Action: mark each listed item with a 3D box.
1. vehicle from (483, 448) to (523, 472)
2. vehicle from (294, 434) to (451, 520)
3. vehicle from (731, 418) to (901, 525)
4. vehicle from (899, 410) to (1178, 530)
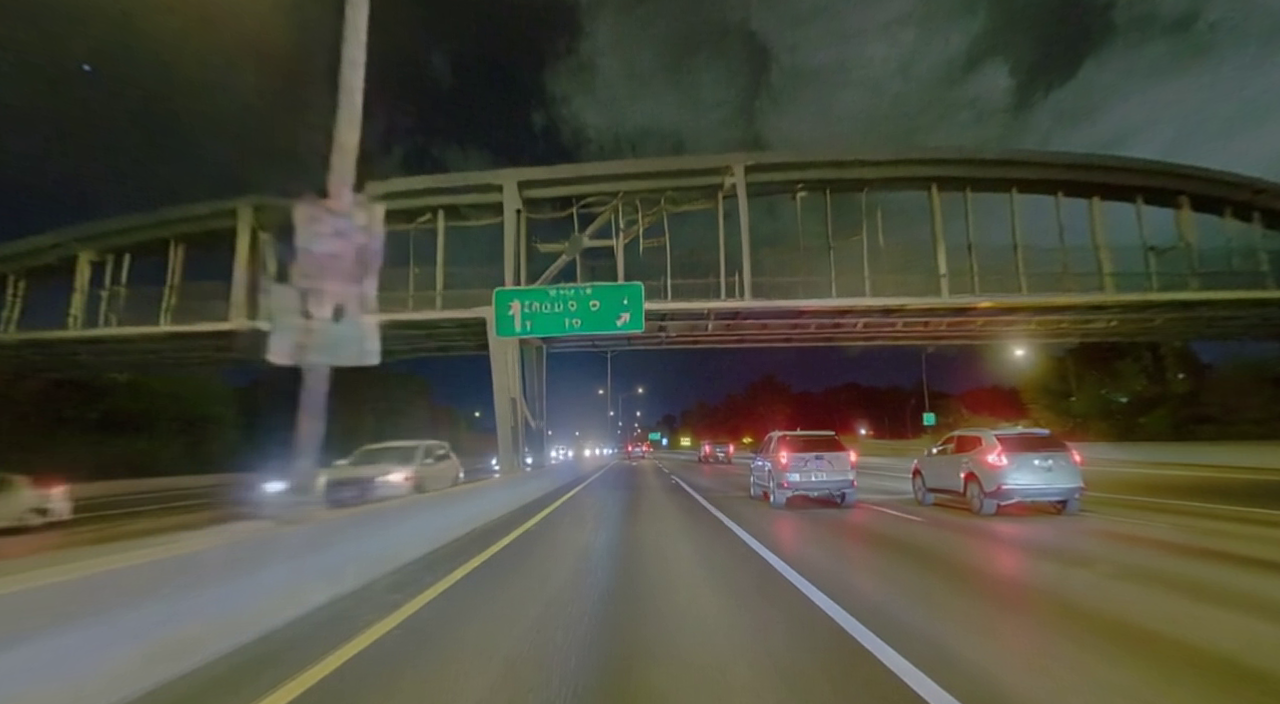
[{"bbox_3d":[-9.392,7.405,43.507,1.922,1.523,3.645,0,-8,0],"label":"vehicle"},{"bbox_3d":[-5.727,2.691,14.110,1.827,1.619,3.866,0,-9,-1],"label":"vehicle"},{"bbox_3d":[3.177,2.268,12.478,2.059,1.711,4.302,0,-9,0],"label":"vehicle"},{"bbox_3d":[7.072,2.160,12.102,2.040,1.801,4.959,0,-9,-1],"label":"vehicle"}]
